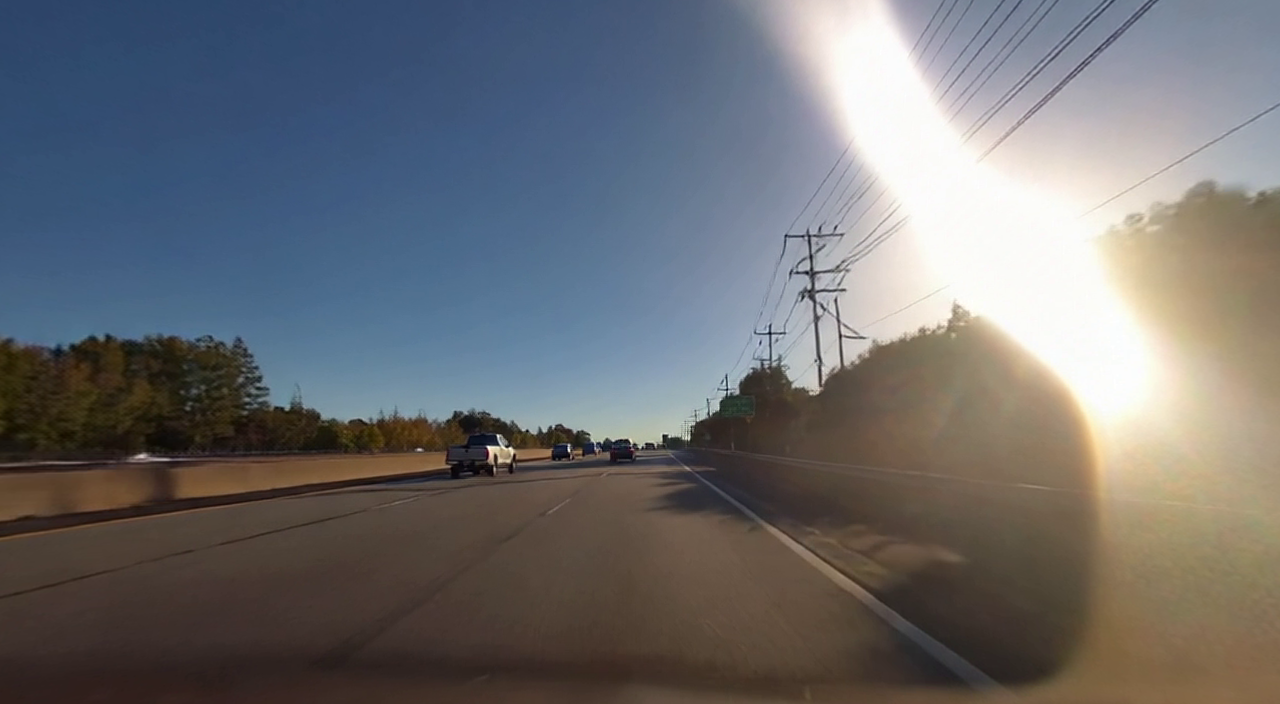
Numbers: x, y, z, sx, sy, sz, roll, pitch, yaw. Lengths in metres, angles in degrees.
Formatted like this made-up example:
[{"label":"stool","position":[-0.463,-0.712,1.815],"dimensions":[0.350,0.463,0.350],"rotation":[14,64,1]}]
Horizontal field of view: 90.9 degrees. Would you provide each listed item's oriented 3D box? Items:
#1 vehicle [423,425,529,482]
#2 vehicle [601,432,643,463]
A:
[{"label":"vehicle","position":[-6.432,4.079,25.752],"dimensions":[2.460,1.992,6.474],"rotation":[-1,-8,1]},{"label":"vehicle","position":[-1.176,6.575,43.504],"dimensions":[2.448,2.025,5.193],"rotation":[-1,-8,3]}]
